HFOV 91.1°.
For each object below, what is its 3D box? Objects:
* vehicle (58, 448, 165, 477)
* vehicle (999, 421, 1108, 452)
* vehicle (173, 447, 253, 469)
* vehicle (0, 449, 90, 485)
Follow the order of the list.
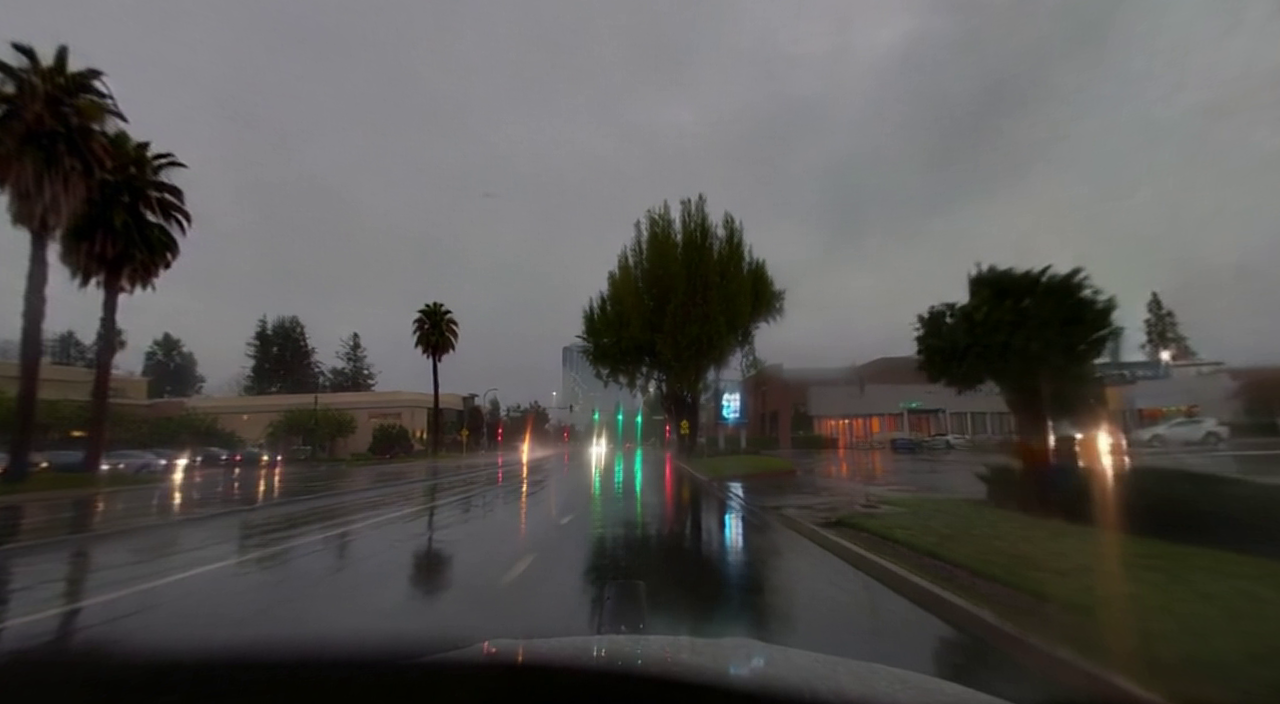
[{"bbox_3d":[-29.901,6.258,35.598,4.310,1.533,1.917,0,-8,1],"label":"vehicle"},{"bbox_3d":[25.157,5.150,38.317,5.117,1.813,2.052,0,-8,0],"label":"vehicle"},{"bbox_3d":[-29.735,7.378,43.778,4.133,1.501,1.876,0,-8,0],"label":"vehicle"},{"bbox_3d":[-29.601,5.565,30.231,4.463,1.497,1.889,-4,-9,0],"label":"vehicle"}]
